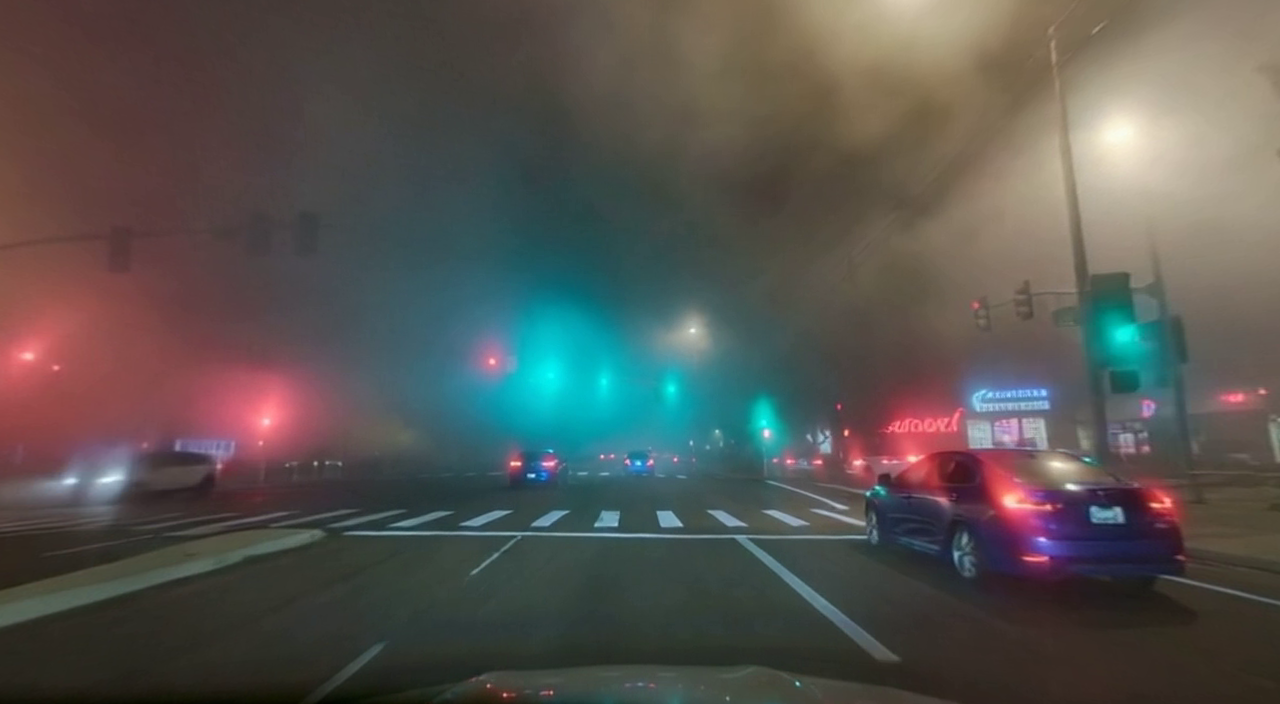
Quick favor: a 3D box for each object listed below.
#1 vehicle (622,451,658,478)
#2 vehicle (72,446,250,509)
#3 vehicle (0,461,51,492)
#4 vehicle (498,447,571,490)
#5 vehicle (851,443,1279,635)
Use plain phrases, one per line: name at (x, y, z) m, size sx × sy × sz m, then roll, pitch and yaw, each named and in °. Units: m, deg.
vehicle at (-0.016, 6.796, 38.407) m, size 2.072 × 1.473 × 4.139 m, roll 0°, pitch -8°, yaw -1°
vehicle at (-13.990, 3.636, 18.861) m, size 1.987 × 1.641 × 4.185 m, roll 0°, pitch -9°, yaw 0°
vehicle at (-37.059, 7.200, 36.574) m, size 3.931 × 1.653 × 2.134 m, roll -1°, pitch -9°, yaw 7°
vehicle at (-4.135, 4.638, 25.563) m, size 2.035 × 1.564 × 4.702 m, roll 0°, pitch -9°, yaw 1°
vehicle at (4.417, 1.836, 7.471) m, size 2.119 × 1.479 × 4.910 m, roll 0°, pitch -8°, yaw 0°
